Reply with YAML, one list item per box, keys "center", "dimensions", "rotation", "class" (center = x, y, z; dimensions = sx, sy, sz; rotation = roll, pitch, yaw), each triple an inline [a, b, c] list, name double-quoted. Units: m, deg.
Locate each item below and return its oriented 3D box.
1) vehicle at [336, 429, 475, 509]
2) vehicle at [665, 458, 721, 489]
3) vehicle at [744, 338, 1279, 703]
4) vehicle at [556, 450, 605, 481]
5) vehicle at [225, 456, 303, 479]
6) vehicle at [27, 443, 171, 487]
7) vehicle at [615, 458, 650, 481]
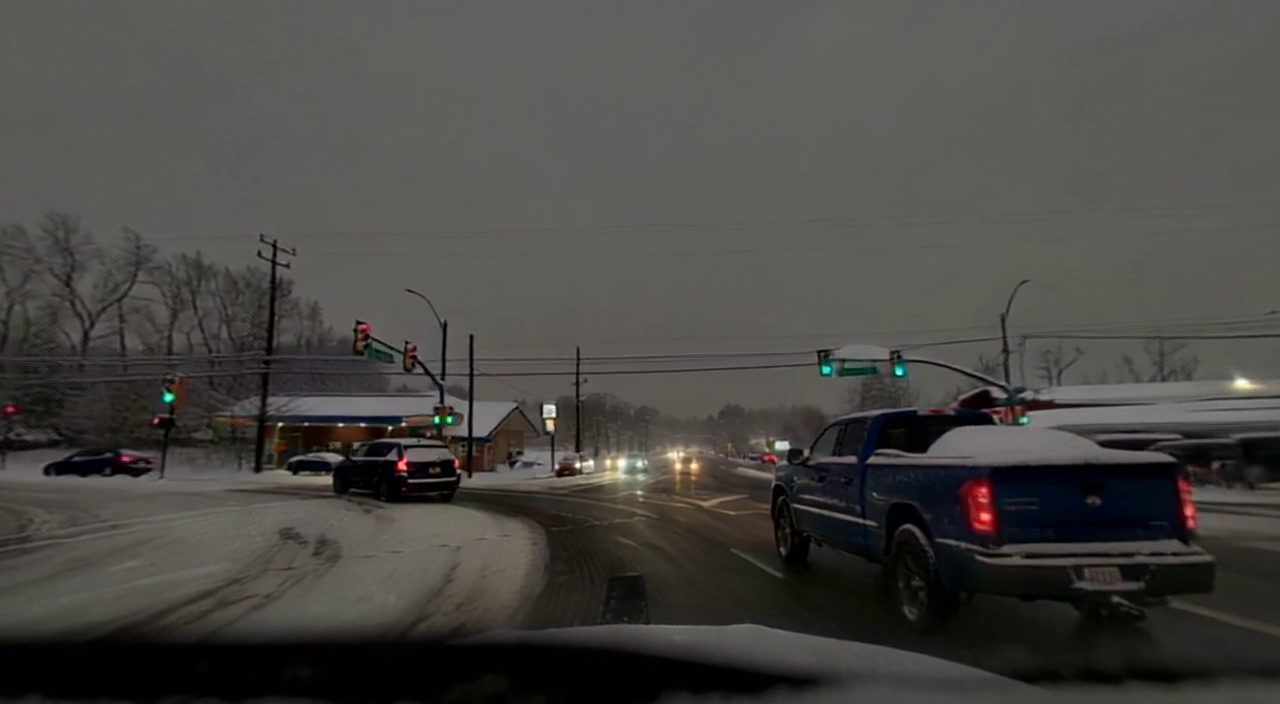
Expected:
- center: [-6.532, 3.129, 17.214]
  dimensions: [2.141, 1.842, 4.889]
  rotation: [6, -11, -36]
  class: "vehicle"
- center: [2.373, 5.603, 29.362]
  dimensions: [1.898, 1.281, 4.013]
  rotation: [1, -9, -6]
  class: "vehicle"
- center: [2.586, 1.249, 5.569]
  dimensions: [2.036, 1.818, 5.192]
  rotation: [1, -9, -5]
  class: "vehicle"
- center: [-3.936, 7.621, 42.574]
  dimensions: [2.303, 1.895, 5.301]
  rotation: [-1, -9, 5]
  class: "vehicle"
- center: [-27.028, 8.291, 45.530]
  dimensions: [1.913, 1.480, 4.661]
  rotation: [-3, -10, 18]
  class: "vehicle"
- center: [-22.285, 4.655, 26.050]
  dimensions: [4.498, 1.725, 1.921]
  rotation: [-2, -9, 10]
  class: "vehicle"
- center: [-0.450, 8.004, 43.273]
  dimensions: [1.856, 1.448, 4.455]
  rotation: [-1, -9, 7]
  class: "vehicle"
